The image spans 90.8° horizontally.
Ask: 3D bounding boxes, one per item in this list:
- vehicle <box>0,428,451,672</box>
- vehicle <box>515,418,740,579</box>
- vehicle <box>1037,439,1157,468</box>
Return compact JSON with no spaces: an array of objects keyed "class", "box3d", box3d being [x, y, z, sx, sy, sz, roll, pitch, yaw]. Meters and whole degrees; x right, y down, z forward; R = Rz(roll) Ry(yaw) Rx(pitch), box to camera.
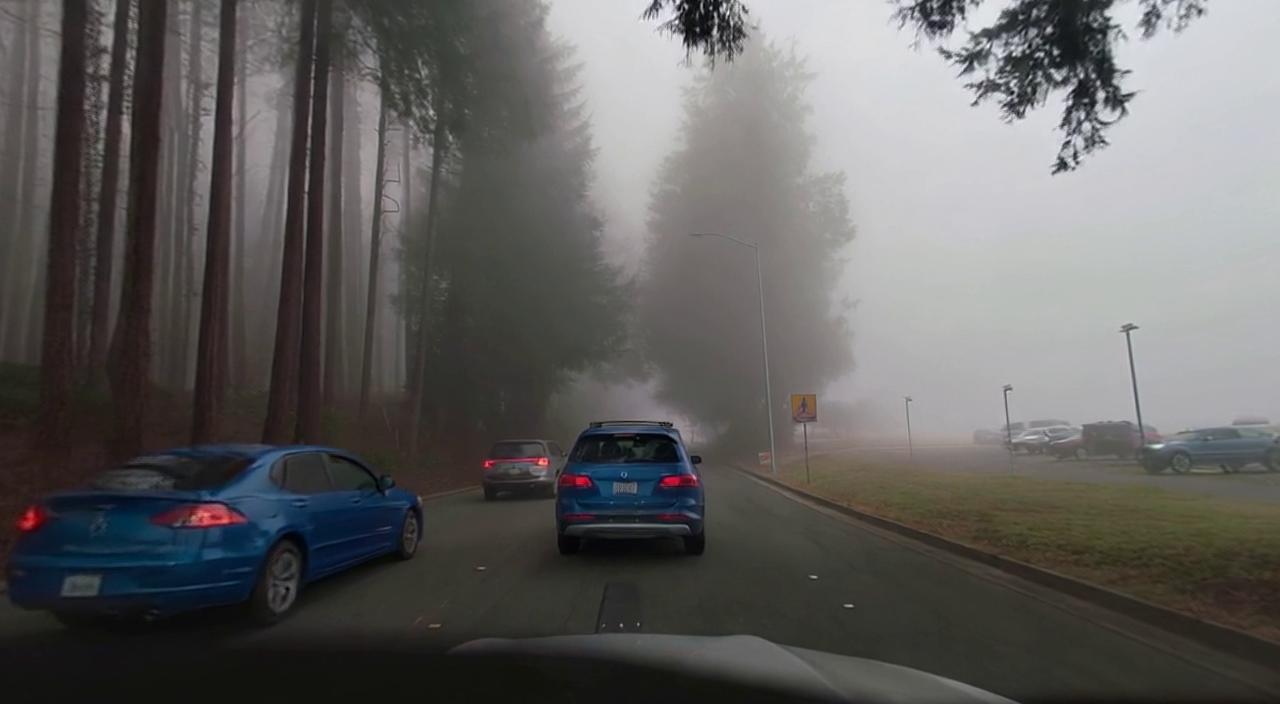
[{"class":"vehicle","box3d":[-3.568,1.539,6.149,1.922,1.464,4.424,0,-8,2]},{"class":"vehicle","box3d":[-0.104,1.751,8.307,2.229,1.591,3.897,0,-8,1]},{"class":"vehicle","box3d":[28.375,6.301,39.315,5.955,1.702,2.166,1,-8,-6]}]
